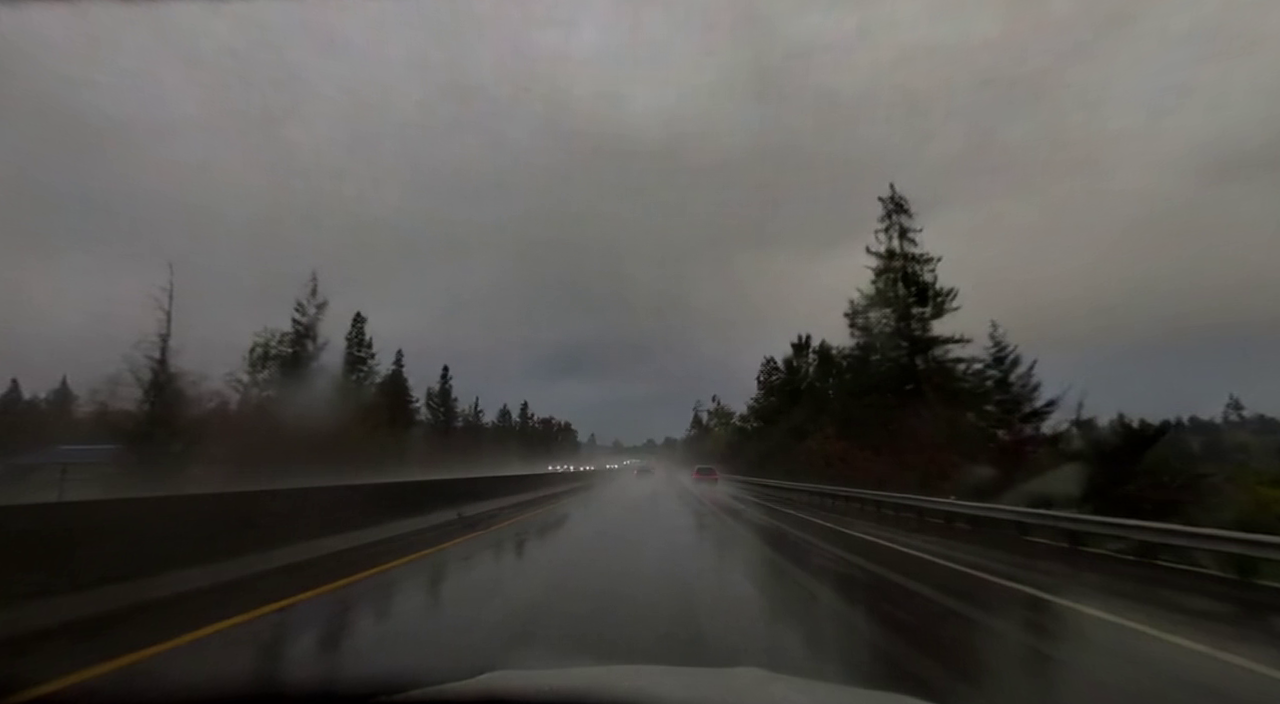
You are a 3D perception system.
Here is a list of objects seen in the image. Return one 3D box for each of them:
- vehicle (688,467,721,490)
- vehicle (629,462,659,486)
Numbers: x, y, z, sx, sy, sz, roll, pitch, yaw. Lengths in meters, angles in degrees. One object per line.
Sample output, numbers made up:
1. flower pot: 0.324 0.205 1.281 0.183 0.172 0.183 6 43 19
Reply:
1. vehicle: 4.458 8.808 43.981 1.937 1.467 4.061 1 -10 1
2. vehicle: 0.347 9.637 49.916 2.160 1.721 4.368 0 -10 3
